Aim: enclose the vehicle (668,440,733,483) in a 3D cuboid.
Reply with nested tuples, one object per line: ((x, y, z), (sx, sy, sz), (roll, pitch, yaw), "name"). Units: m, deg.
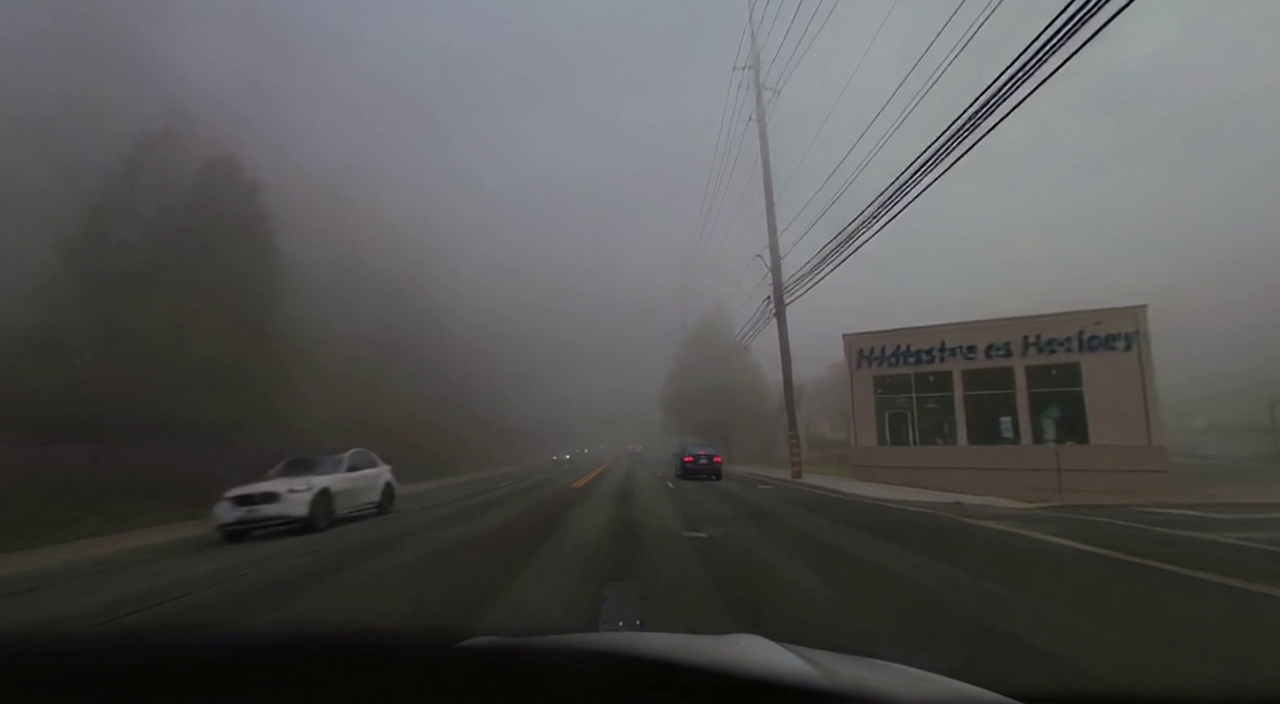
((2.210, 4.111, 23.994), (1.975, 1.497, 3.647), (0, -9, -2), "vehicle")

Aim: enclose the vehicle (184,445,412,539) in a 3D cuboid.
((-6.284, 2.571, 12.329), (2.069, 1.490, 4.254), (0, -8, 0), "vehicle")
